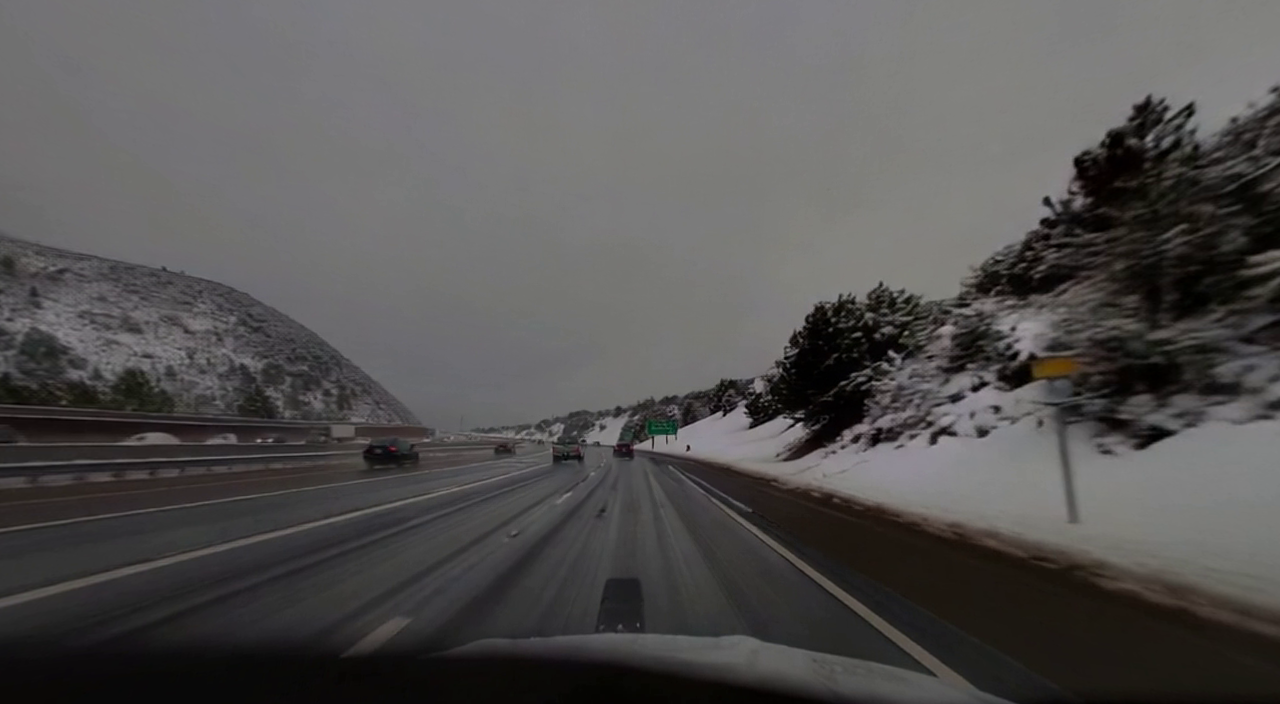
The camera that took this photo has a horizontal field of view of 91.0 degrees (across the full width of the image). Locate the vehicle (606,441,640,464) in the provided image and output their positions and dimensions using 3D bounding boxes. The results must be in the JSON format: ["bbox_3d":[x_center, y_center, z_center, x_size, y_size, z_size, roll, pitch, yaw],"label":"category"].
[{"bbox_3d":[-1.278,7.400,46.567,2.421,1.594,4.248,0,-9,-2],"label":"vehicle"}]

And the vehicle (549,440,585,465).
[{"bbox_3d":[-5.045,7.017,44.074,2.060,1.631,4.214,0,-9,-1],"label":"vehicle"}]

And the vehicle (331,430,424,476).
[{"bbox_3d":[-12.079,4.680,29.417,2.219,1.923,4.985,0,-9,-1],"label":"vehicle"}]
